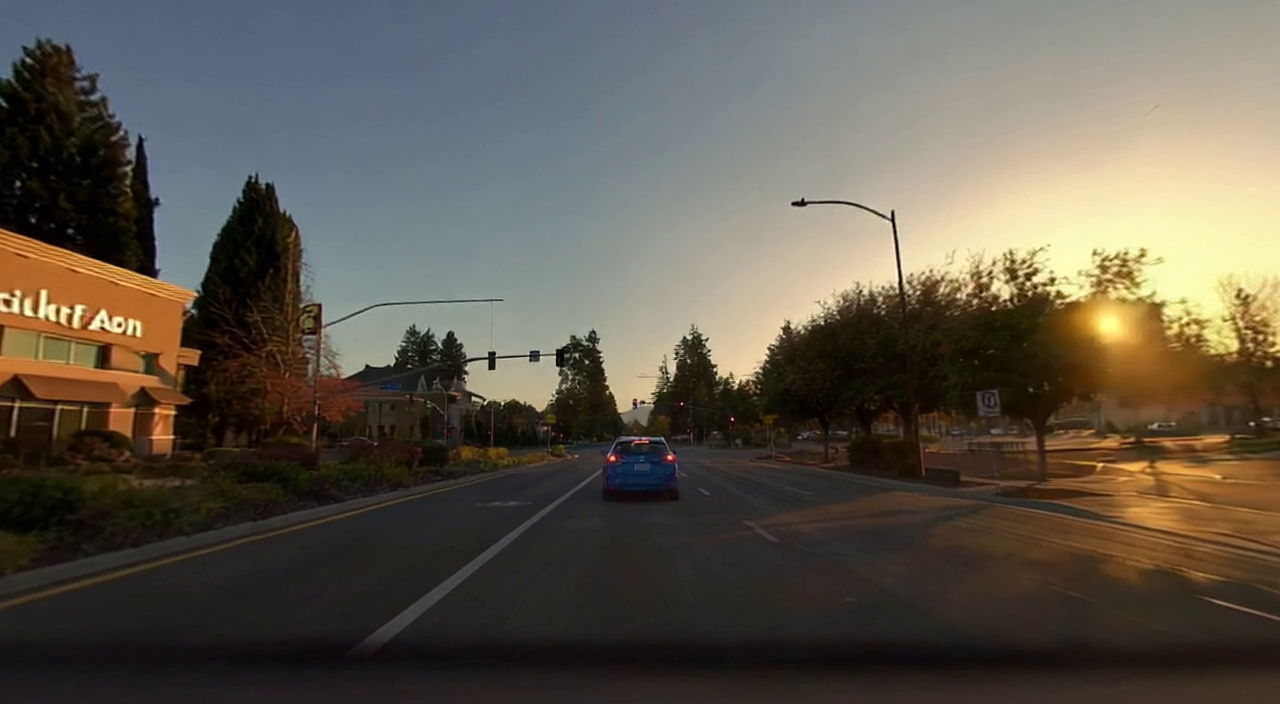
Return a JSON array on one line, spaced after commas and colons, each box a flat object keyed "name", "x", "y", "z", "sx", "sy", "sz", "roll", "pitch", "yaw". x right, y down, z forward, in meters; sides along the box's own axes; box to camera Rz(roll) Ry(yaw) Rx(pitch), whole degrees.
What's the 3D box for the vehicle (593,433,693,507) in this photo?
[{"name": "vehicle", "x": 0.023, "y": 2.725, "z": 15.101, "sx": 2.028, "sy": 1.478, "sz": 4.545, "roll": 0, "pitch": -8, "yaw": -1}]
